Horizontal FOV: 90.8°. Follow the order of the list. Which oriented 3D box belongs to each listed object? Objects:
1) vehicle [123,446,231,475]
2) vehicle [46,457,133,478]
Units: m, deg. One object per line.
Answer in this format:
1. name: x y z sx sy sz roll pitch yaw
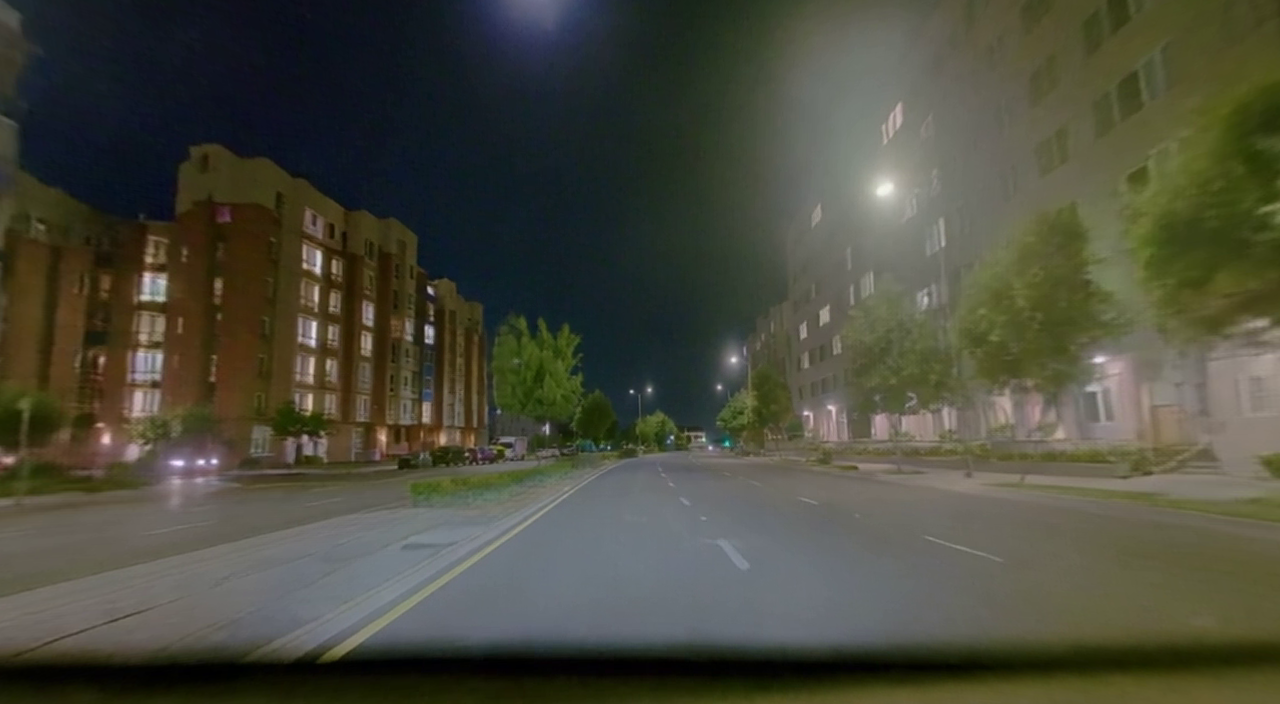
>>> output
1. vehicle: -33.024 7.731 45.199 5.722 2.038 2.444 0 -9 0
2. vehicle: -39.299 8.255 45.198 4.461 1.410 1.789 0 -8 -1
